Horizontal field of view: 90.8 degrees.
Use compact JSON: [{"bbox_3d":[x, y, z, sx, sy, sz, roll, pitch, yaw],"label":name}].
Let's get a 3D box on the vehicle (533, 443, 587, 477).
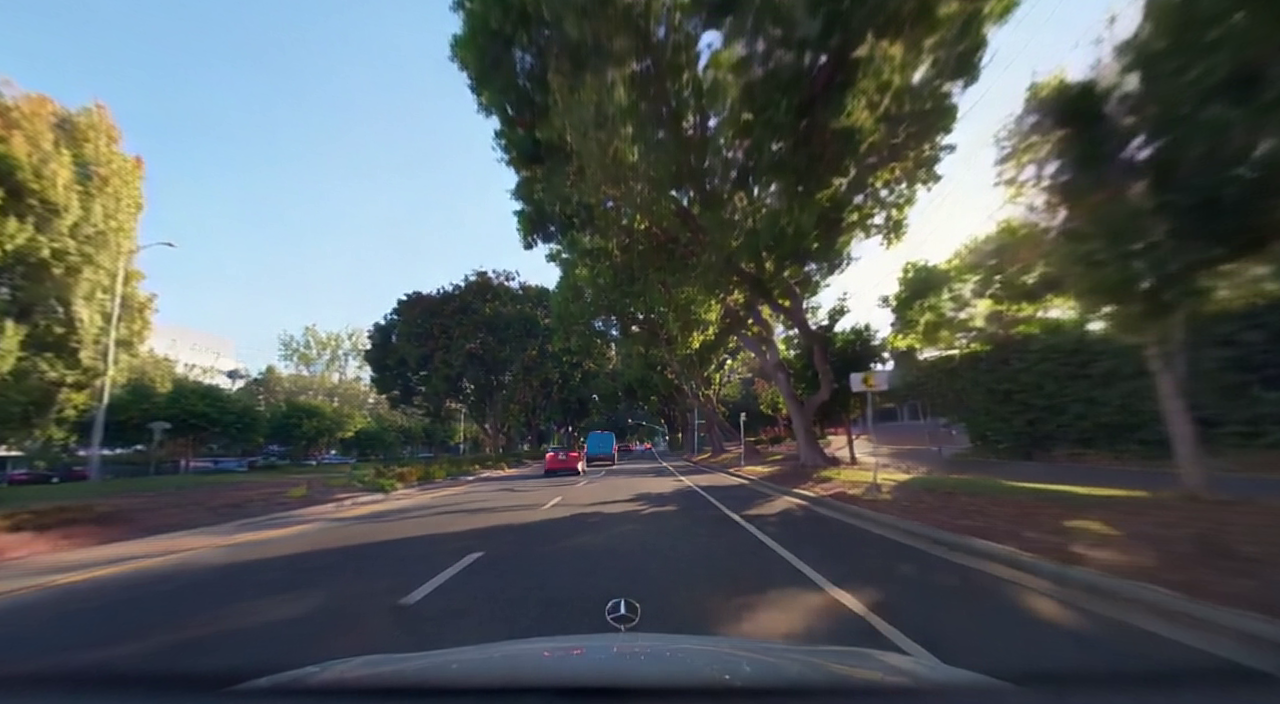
[{"bbox_3d":[-3.597,4.959,29.241,2.009,1.473,4.028,0,-9,0],"label":"vehicle"}]
